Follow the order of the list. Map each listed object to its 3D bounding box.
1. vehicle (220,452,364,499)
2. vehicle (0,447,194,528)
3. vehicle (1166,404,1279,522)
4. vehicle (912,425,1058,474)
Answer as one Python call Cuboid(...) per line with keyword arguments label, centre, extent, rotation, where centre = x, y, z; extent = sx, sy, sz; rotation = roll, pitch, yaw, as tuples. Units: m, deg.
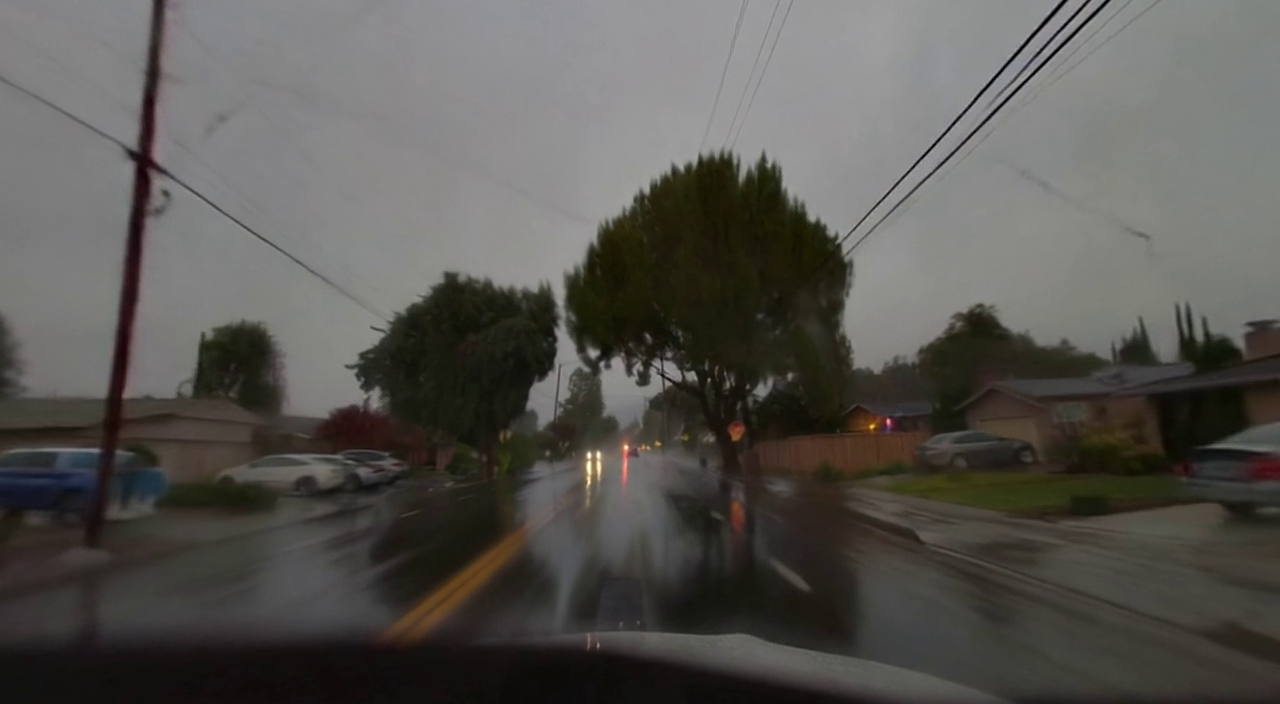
Cuboid(label="vehicle", centre=(-12.349, 4.380, 22.634), extent=(3.927, 1.560, 2.049), rotation=(0, -9, 0))
Cuboid(label="vehicle", centre=(-12.902, 2.963, 14.130), extent=(4.207, 1.648, 1.956), rotation=(1, -9, -6))
Cuboid(label="vehicle", centre=(10.808, 1.580, 9.135), extent=(4.908, 1.537, 2.065), rotation=(1, -9, -9))
Cuboid(label="vehicle", centre=(13.187, 3.727, 24.280), extent=(4.653, 1.775, 1.906), rotation=(1, -9, -10))
